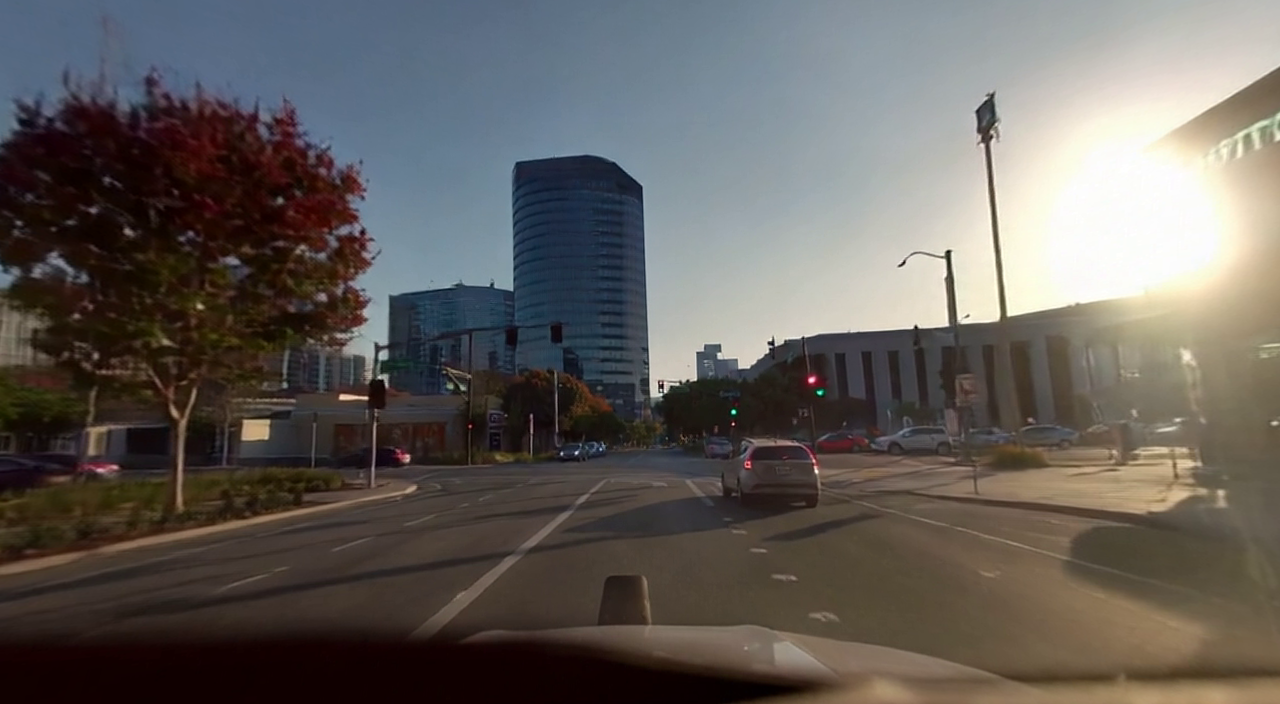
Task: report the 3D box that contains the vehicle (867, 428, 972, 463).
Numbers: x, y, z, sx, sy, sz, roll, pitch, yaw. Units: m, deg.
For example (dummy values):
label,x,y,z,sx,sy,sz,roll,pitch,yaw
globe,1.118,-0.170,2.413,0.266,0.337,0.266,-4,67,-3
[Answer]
label,x,y,z,sx,sy,sz,roll,pitch,yaw
vehicle,14.836,4.976,33.672,4.611,1.778,1.939,0,-8,0

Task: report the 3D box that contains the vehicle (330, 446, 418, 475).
label,x,y,z,sx,sy,sz,roll,pitch,yaw
vehicle,-14.975,6.085,35.572,4.037,1.562,2.099,-3,-9,16

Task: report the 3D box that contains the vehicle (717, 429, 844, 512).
label,x,y,z,sx,sy,sz,roll,pitch,yaw
vehicle,2.954,2.580,14.130,1.947,1.576,3.825,0,-8,0

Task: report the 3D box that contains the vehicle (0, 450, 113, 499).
label,x,y,z,sx,sy,sz,roll,pitch,yaw
vehicle,-23.114,4.688,24.554,1.757,1.699,3.854,0,-8,1
